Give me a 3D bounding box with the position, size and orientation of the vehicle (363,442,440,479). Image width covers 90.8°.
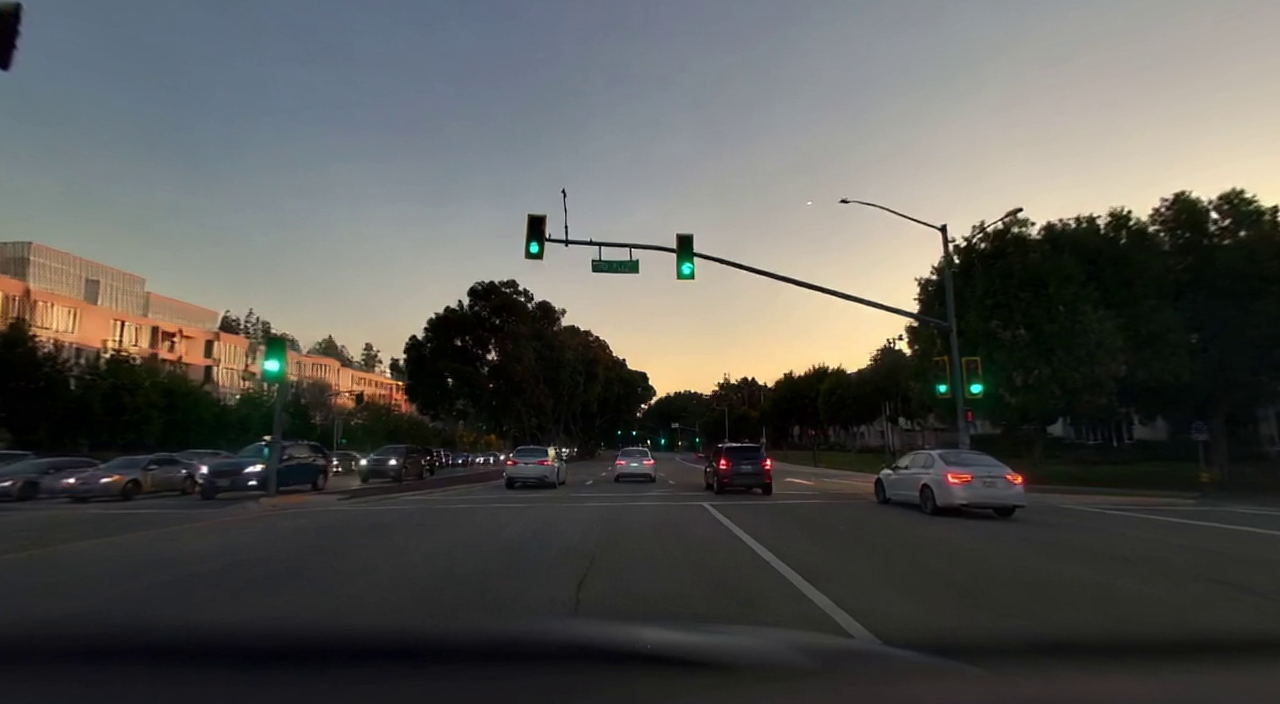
[{"bbox_3d":[-12.762,5.799,34.179,2.259,1.804,4.990,0,-8,-1],"label":"vehicle"}]

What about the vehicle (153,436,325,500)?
[{"bbox_3d":[-12.451,3.606,20.137,2.208,1.773,4.900,0,-8,0],"label":"vehicle"}]

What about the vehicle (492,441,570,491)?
[{"bbox_3d":[-3.930,4.174,23.565,2.172,1.671,4.175,0,-8,0],"label":"vehicle"}]

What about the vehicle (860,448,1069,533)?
[{"bbox_3d":[6.349,2.718,13.061,1.945,1.408,4.288,0,-8,-2],"label":"vehicle"}]

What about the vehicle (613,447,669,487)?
[{"bbox_3d":[-0.004,4.690,26.243,2.155,1.486,4.403,0,-8,-1],"label":"vehicle"}]

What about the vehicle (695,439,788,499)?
[{"bbox_3d":[3.117,3.692,20.387,2.161,1.716,4.194,0,-8,-2],"label":"vehicle"}]

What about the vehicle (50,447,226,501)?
[{"bbox_3d":[-15.998,3.880,20.531,2.071,1.473,4.444,-2,-9,0],"label":"vehicle"}]
